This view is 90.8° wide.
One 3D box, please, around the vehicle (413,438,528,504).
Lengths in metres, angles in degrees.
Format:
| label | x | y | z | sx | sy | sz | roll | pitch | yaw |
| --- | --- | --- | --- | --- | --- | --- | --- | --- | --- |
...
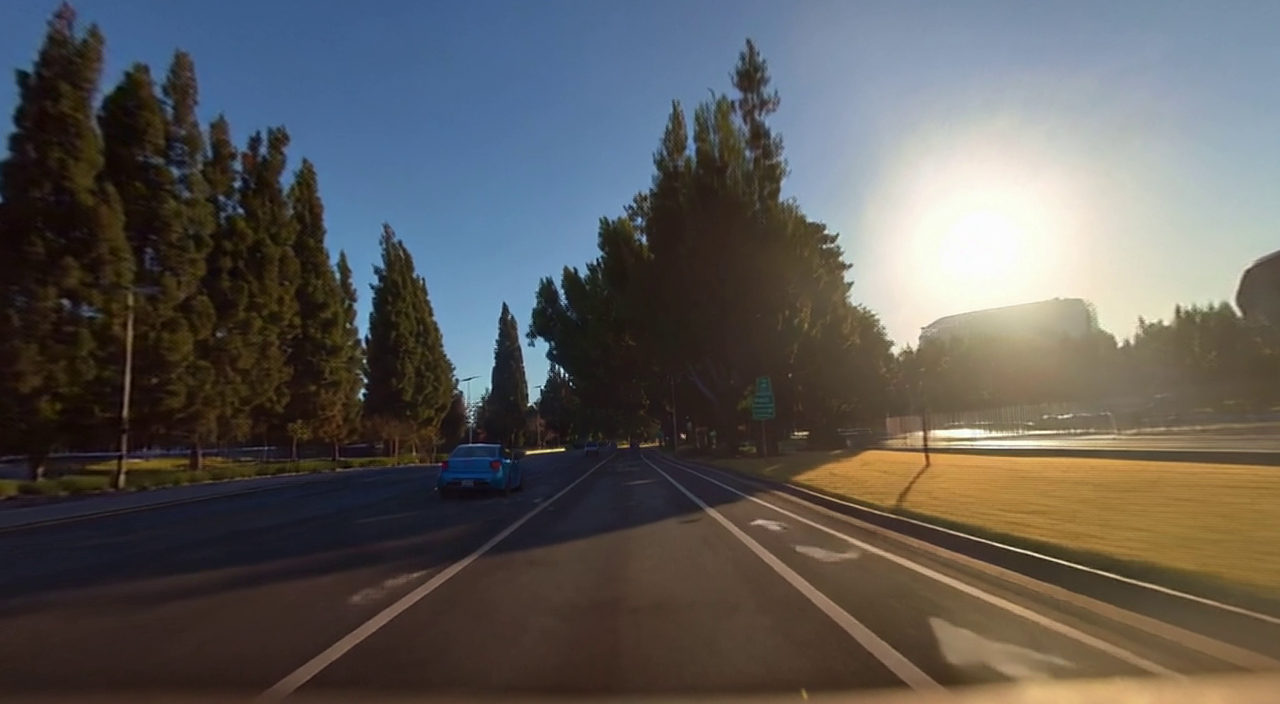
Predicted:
| label | x | y | z | sx | sy | sz | roll | pitch | yaw |
| --- | --- | --- | --- | --- | --- | --- | --- | --- | --- |
| vehicle | -4.217 | 2.995 | 16.403 | 1.964 | 1.472 | 4.078 | 0 | -8 | -2 |
